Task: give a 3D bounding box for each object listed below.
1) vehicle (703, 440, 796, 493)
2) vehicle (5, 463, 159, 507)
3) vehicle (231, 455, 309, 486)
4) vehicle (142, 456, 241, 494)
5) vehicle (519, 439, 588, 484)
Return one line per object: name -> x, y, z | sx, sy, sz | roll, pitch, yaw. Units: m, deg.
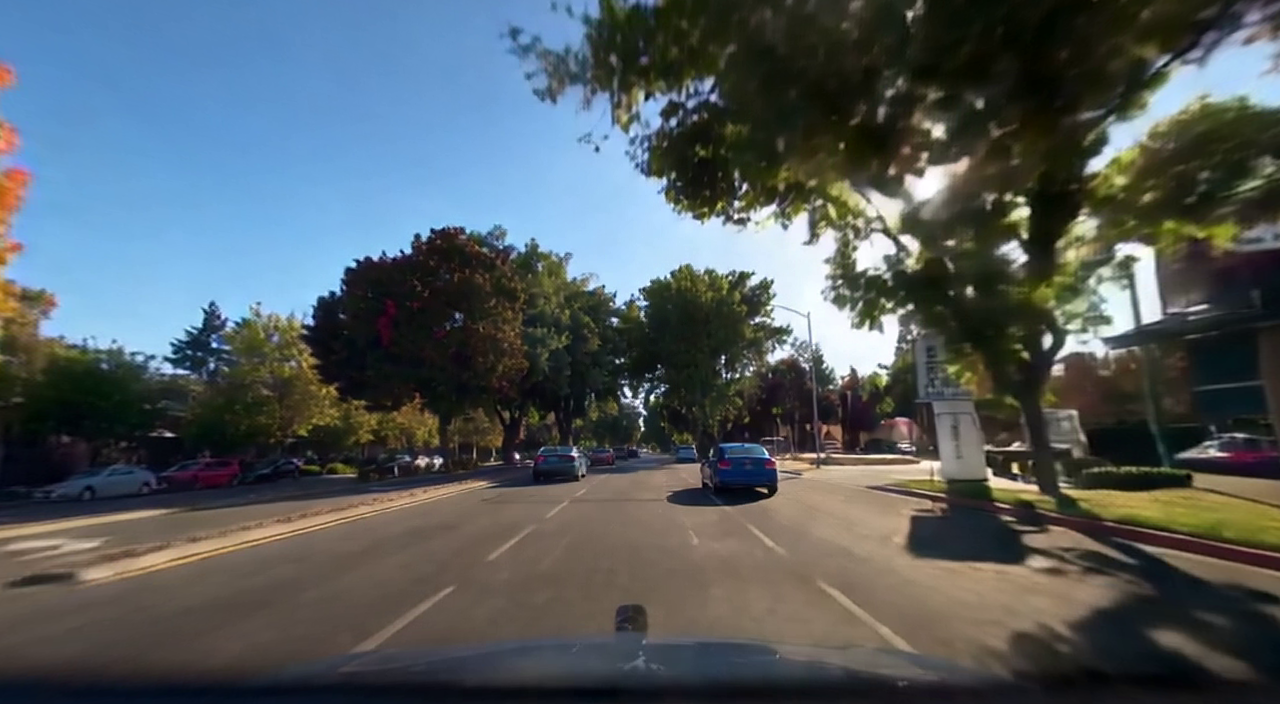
vehicle -> 3.325, 3.562, 20.095 | 2.083, 1.474, 4.360 | 0, -8, -1
vehicle -> -22.563, 5.358, 25.808 | 2.059, 1.463, 4.780 | 0, -8, -2
vehicle -> -22.476, 7.190, 38.512 | 1.922, 1.682, 4.638 | 0, -8, 0
vehicle -> -22.657, 6.204, 32.064 | 1.853, 1.693, 4.233 | 0, -8, 1
vehicle -> -3.368, 4.362, 25.402 | 2.113, 1.626, 4.129 | 0, -8, 1
